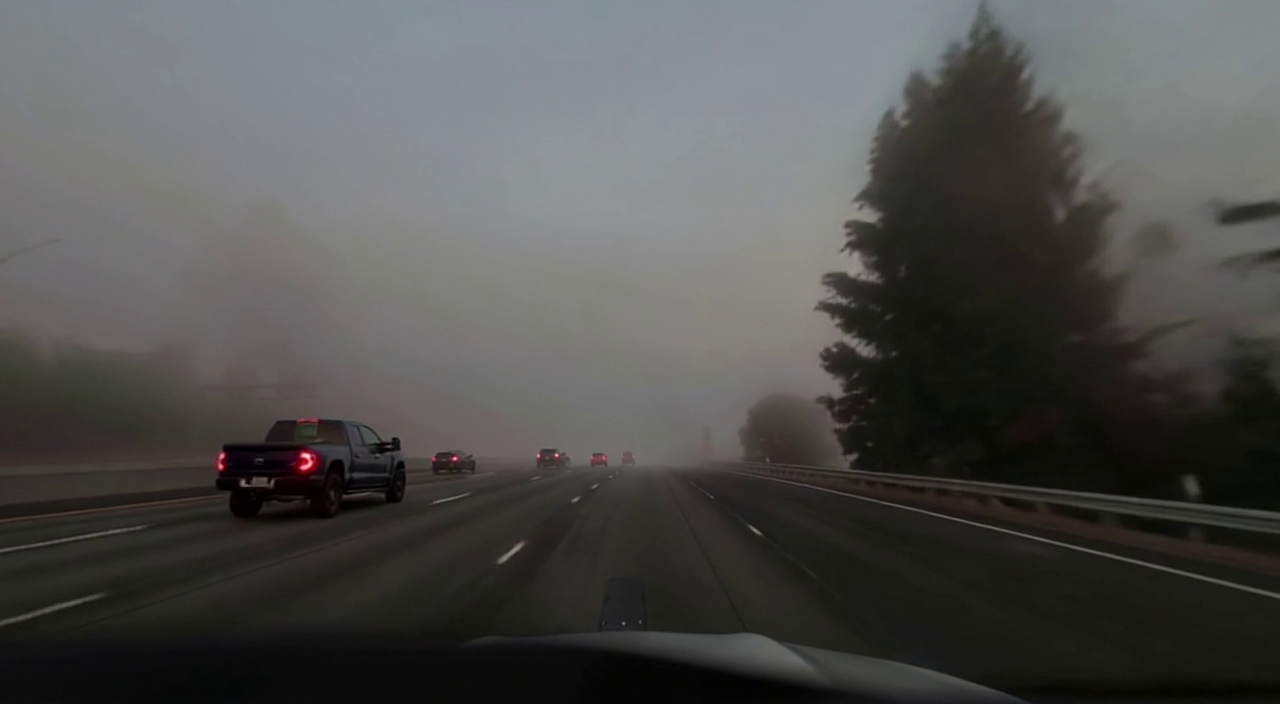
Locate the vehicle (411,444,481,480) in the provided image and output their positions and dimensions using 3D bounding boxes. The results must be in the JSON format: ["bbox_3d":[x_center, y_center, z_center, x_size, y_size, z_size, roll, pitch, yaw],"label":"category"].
[{"bbox_3d":[-9.816,5.558,32.256,2.060,1.662,4.469,0,-8,1],"label":"vehicle"}]

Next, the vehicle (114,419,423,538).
[{"bbox_3d":[-6.686,2.368,12.695,2.403,1.773,6.276,0,-8,0],"label":"vehicle"}]

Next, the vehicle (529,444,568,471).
[{"bbox_3d":[-6.222,7.215,43.323,2.009,1.735,4.358,0,-8,0],"label":"vehicle"}]
